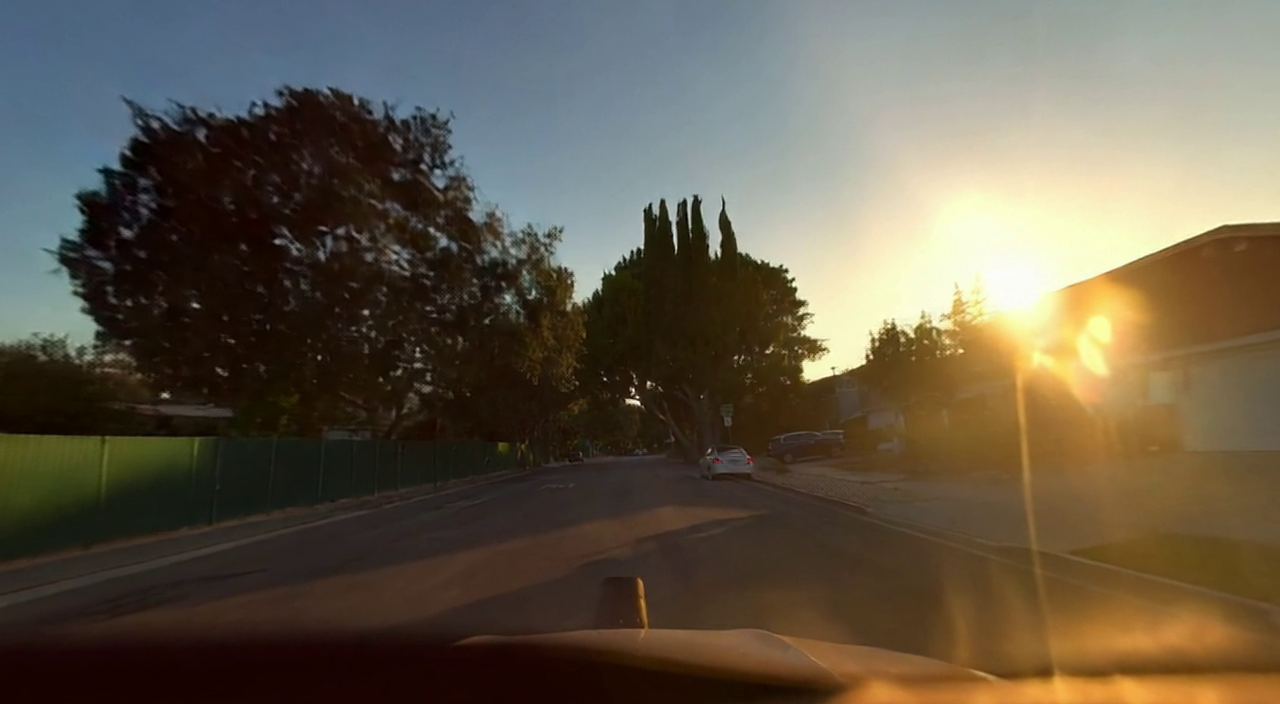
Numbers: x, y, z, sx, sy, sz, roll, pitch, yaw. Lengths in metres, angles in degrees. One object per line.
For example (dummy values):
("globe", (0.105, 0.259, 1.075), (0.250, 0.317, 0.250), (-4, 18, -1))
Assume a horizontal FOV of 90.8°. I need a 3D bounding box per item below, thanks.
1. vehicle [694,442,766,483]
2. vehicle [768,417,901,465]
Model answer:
("vehicle", (3.601, 4.508, 26.212), (2.051, 1.524, 5.047), (0, -8, -2))
("vehicle", (9.787, 4.572, 32.261), (5.935, 1.911, 2.236), (-4, -10, 0))
